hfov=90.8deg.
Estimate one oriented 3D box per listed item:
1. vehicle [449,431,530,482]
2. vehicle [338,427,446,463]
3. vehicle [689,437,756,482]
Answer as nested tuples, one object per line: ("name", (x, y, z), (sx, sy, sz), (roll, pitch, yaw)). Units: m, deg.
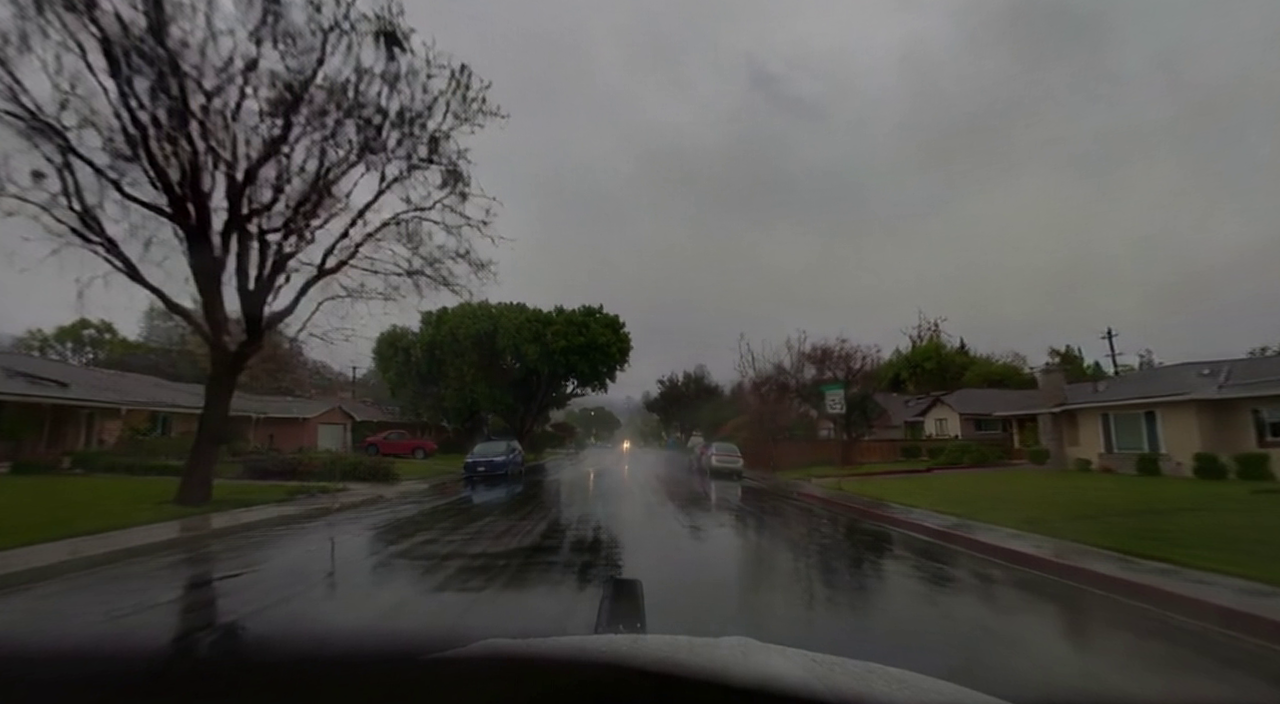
("vehicle", (-6.406, 4.548, 27.701), (2.322, 1.949, 5.695), (-1, -9, -2))
("vehicle", (-13.536, 5.134, 34.750), (5.024, 1.903, 2.102), (0, -9, 0))
("vehicle", (3.405, 4.554, 26.988), (2.033, 1.730, 4.554), (0, -9, -2))
